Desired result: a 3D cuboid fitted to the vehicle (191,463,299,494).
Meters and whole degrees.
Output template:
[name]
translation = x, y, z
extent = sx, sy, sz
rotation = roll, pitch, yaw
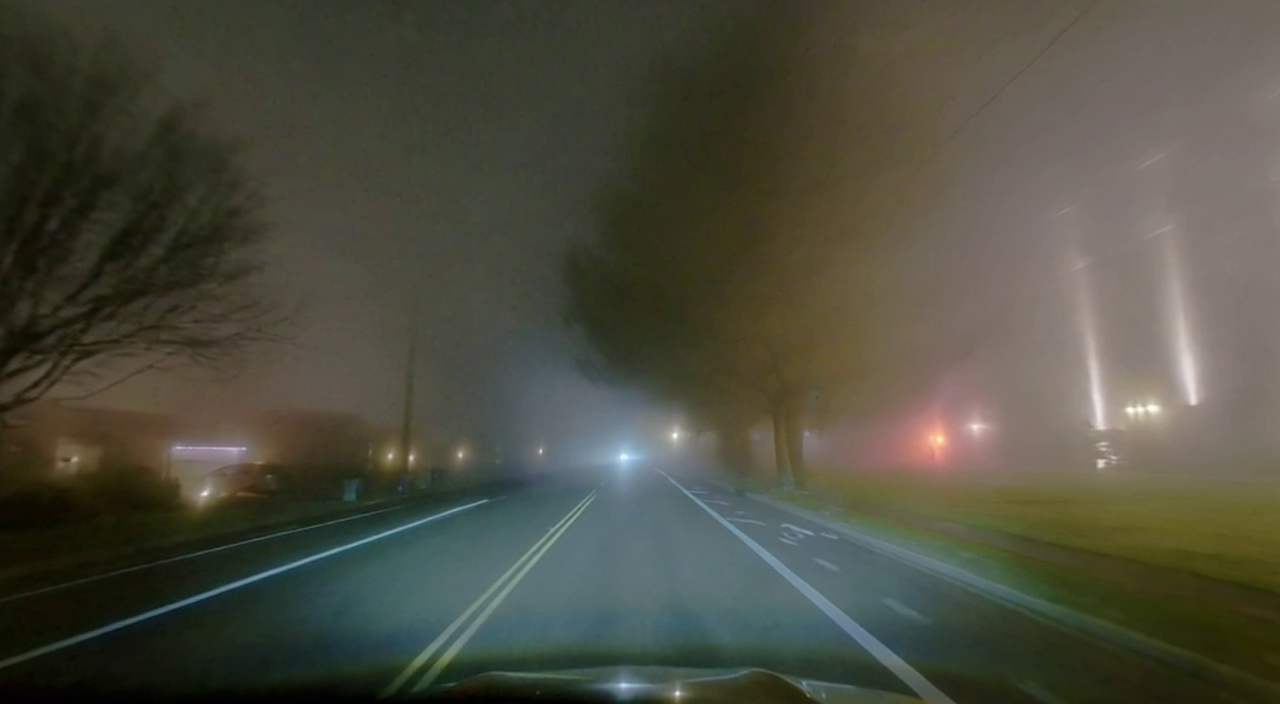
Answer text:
[vehicle]
translation = -19.304, 6.179, 30.986
extent = 4.173, 1.423, 1.657
rotation = 0, -8, 3
